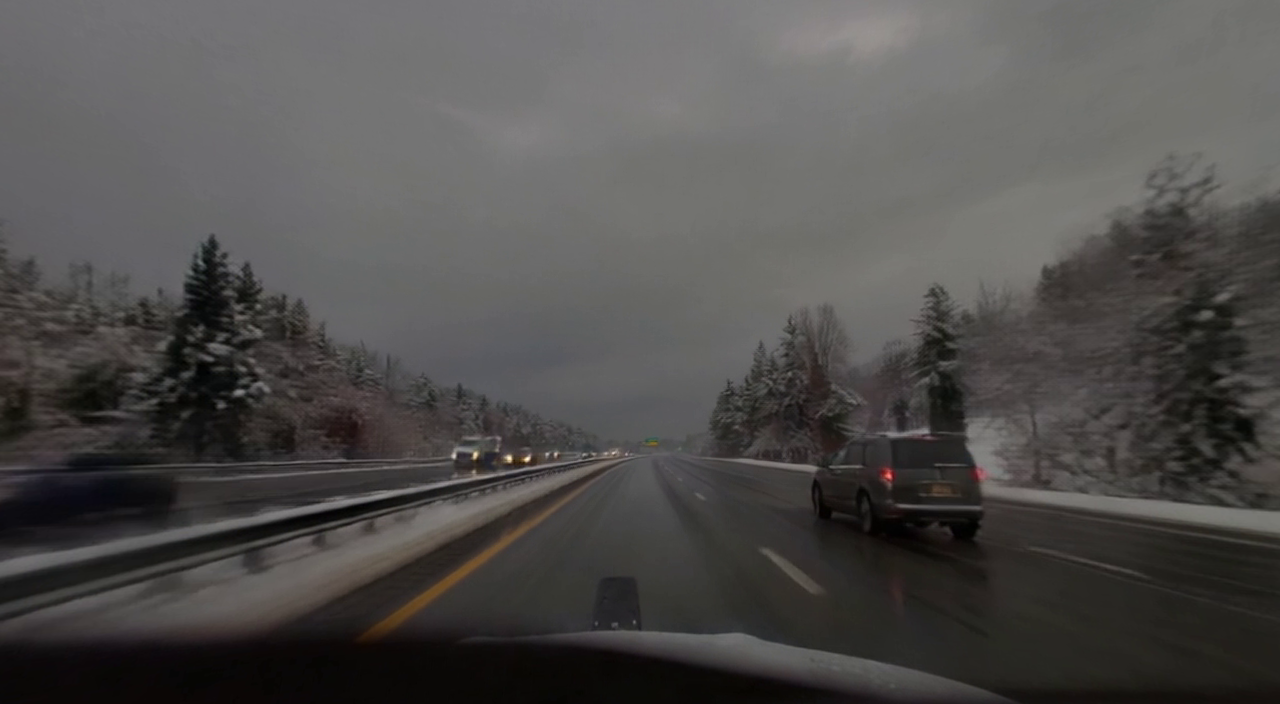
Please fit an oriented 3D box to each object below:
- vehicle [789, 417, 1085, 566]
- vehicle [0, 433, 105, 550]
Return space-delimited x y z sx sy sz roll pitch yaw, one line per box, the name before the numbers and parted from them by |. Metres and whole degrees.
vehicle | 3.934 1.944 9.506 2.089 1.660 4.729 0 -9 -1
vehicle | -9.453 1.790 7.864 1.897 1.540 4.049 0 -9 -1
